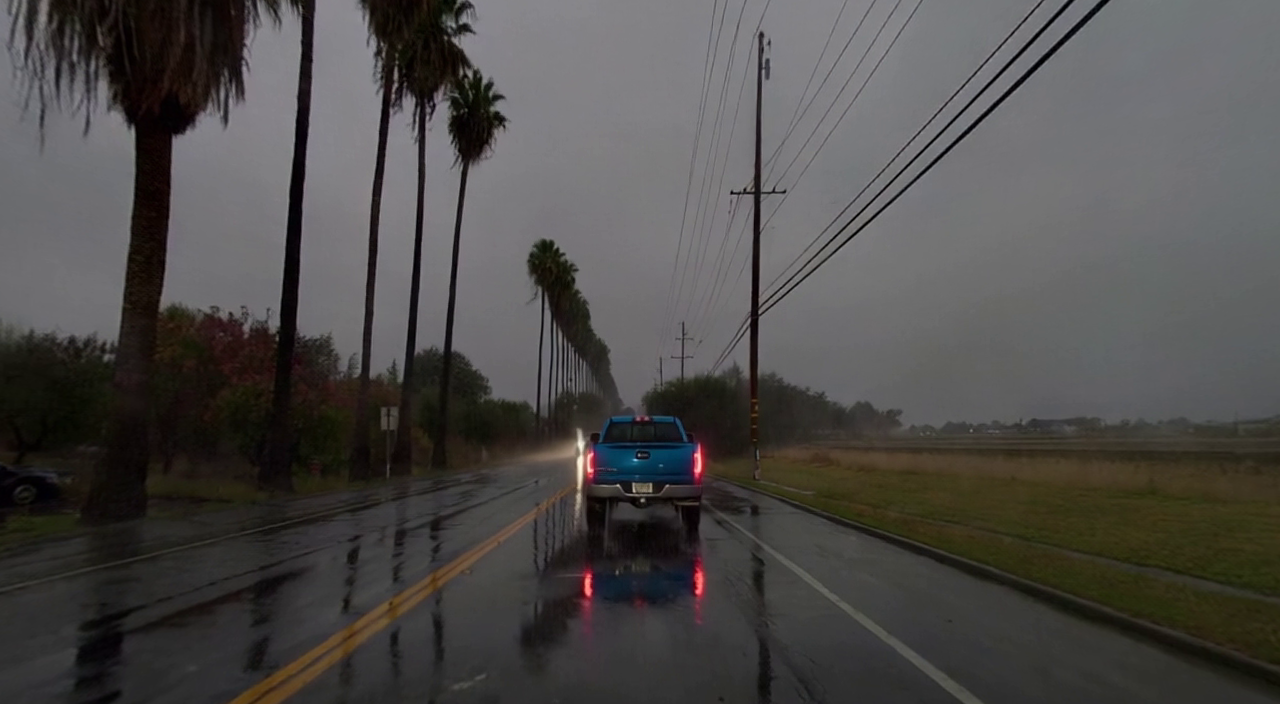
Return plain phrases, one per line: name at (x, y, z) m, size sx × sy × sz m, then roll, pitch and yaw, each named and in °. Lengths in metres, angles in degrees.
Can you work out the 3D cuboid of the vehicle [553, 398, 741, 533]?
vehicle at (0.078, 2.144, 12.453) m, size 2.803 × 2.005 × 5.885 m, roll 0°, pitch -8°, yaw -1°
